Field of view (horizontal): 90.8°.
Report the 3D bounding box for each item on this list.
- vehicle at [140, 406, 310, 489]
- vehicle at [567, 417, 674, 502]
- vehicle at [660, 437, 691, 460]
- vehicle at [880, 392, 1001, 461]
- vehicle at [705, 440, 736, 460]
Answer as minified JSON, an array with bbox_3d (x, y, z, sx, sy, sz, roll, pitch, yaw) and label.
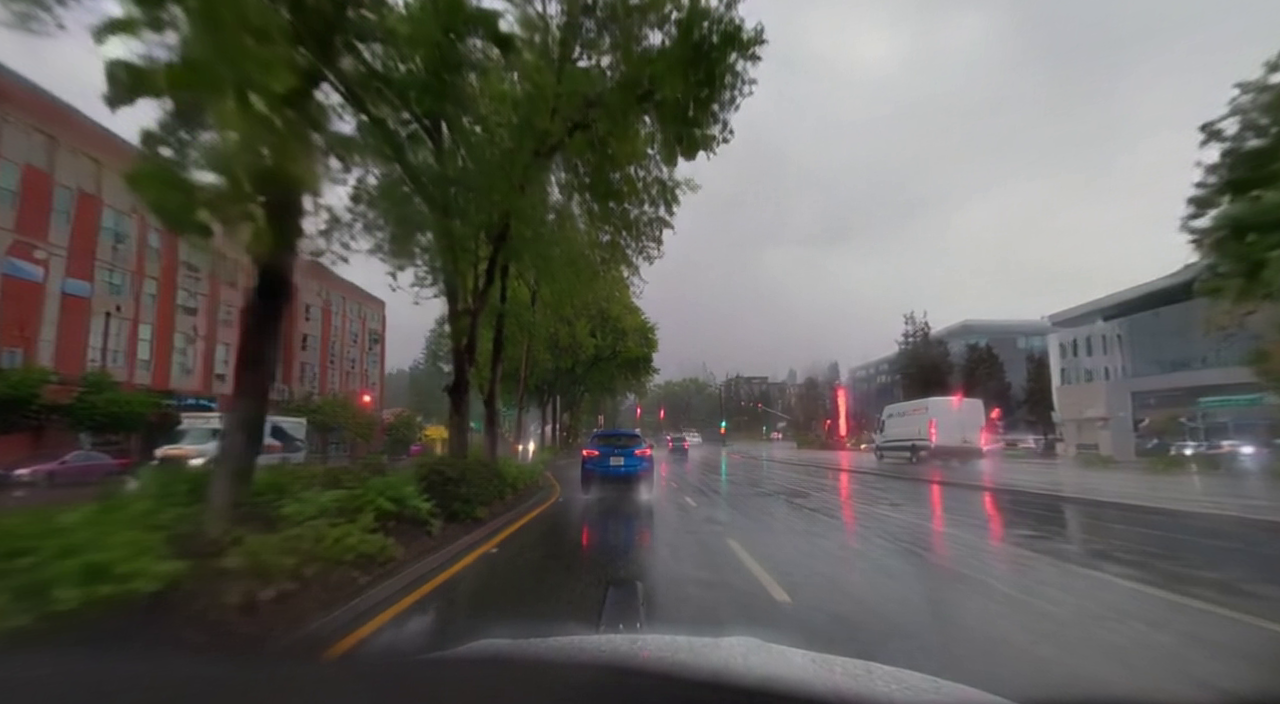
[{"bbox_3d":[-19.136,4.518,29.977,2.811,3.399,7.898,0,-9,-2],"label":"vehicle"},{"bbox_3d":[-0.481,2.623,15.735,2.277,1.816,4.192,0,-9,-2],"label":"vehicle"},{"bbox_3d":[2.549,7.129,46.563,1.929,1.590,4.287,0,-9,-1],"label":"vehicle"},{"bbox_3d":[18.181,4.750,39.206,3.269,3.755,8.862,0,-9,1],"label":"vehicle"},{"bbox_3d":[6.168,7.518,48.604,1.777,1.443,3.942,0,-9,-1],"label":"vehicle"}]
